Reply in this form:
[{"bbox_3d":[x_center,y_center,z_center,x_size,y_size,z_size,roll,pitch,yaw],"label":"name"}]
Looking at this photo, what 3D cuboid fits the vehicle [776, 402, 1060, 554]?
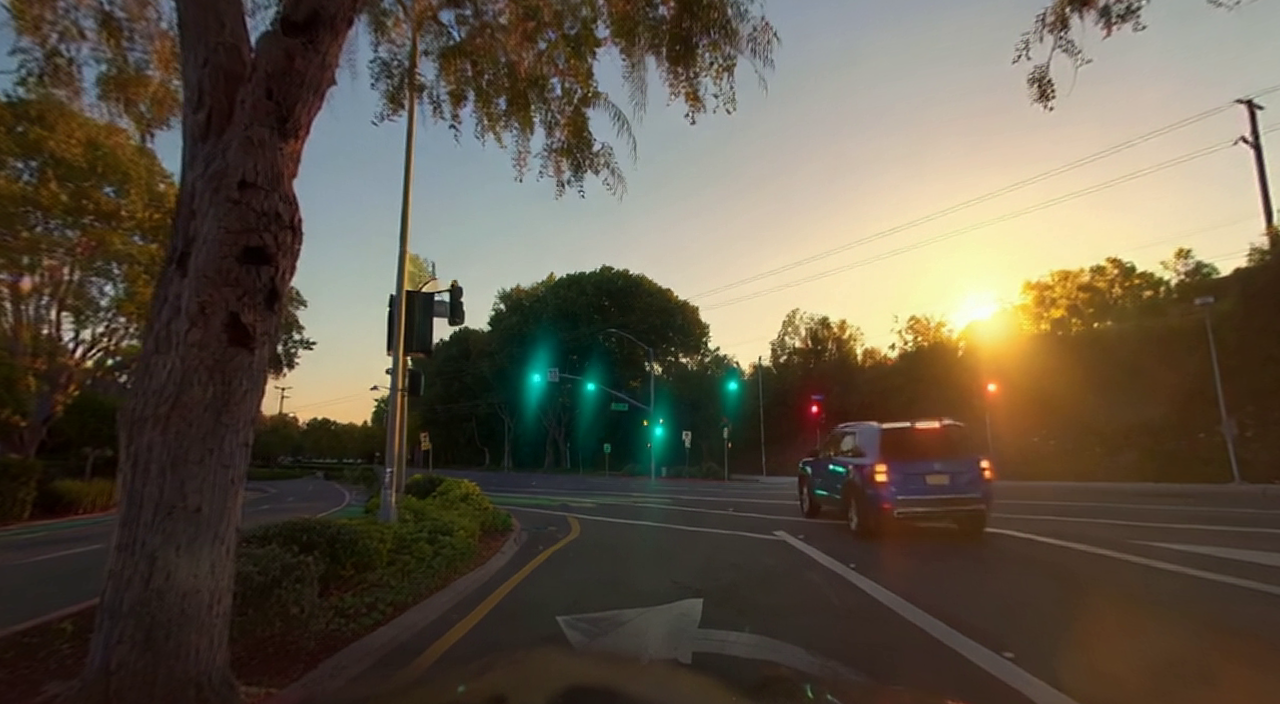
[{"bbox_3d":[3.840,1.850,10.015,2.284,1.788,4.871,0,-8,0],"label":"vehicle"}]
